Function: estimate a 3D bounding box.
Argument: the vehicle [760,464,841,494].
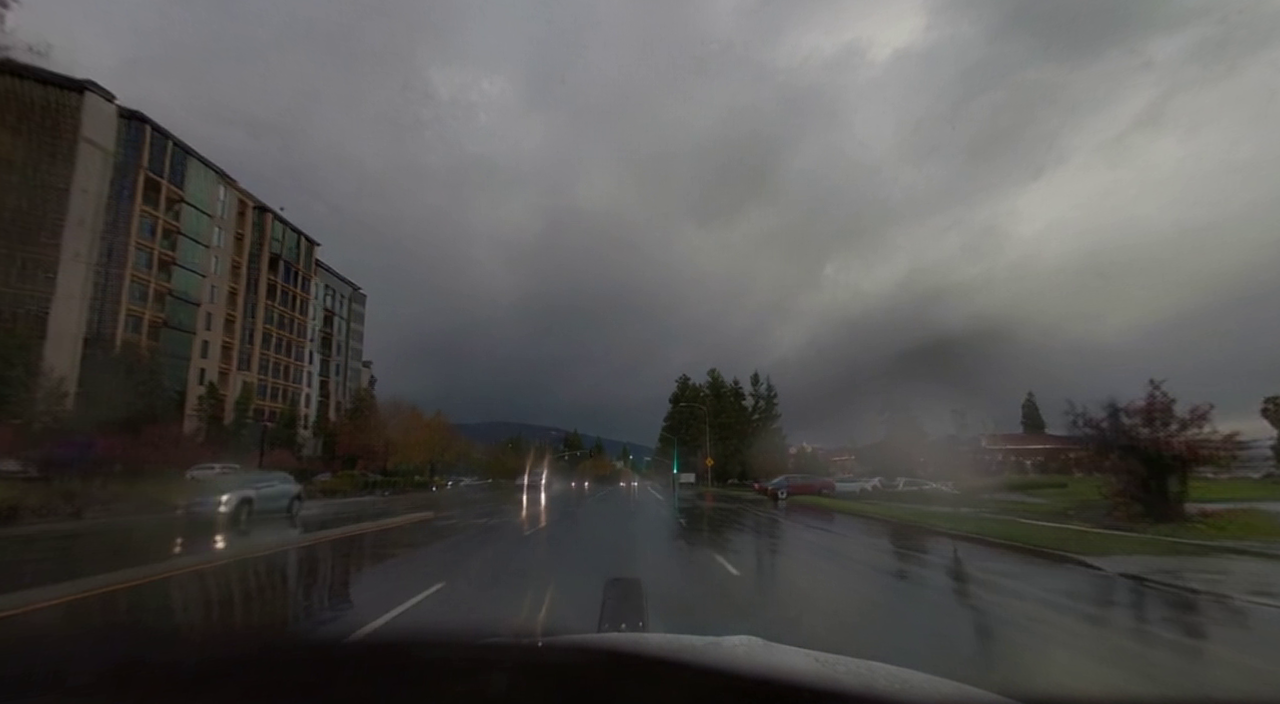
[{"bbox_3d":[10.766,8.524,42.308,4.903,1.831,2.098,0,-9,2],"label":"vehicle"}]

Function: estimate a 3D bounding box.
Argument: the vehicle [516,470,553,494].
[{"bbox_3d":[-8.141,10.145,48.876,2.220,1.681,4.633,-1,-12,-1],"label":"vehicle"}]

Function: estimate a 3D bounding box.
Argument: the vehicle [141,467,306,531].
[{"bbox_3d":[-12.281,4.330,18.946,1.941,1.511,4.348,0,-8,1],"label":"vehicle"}]
